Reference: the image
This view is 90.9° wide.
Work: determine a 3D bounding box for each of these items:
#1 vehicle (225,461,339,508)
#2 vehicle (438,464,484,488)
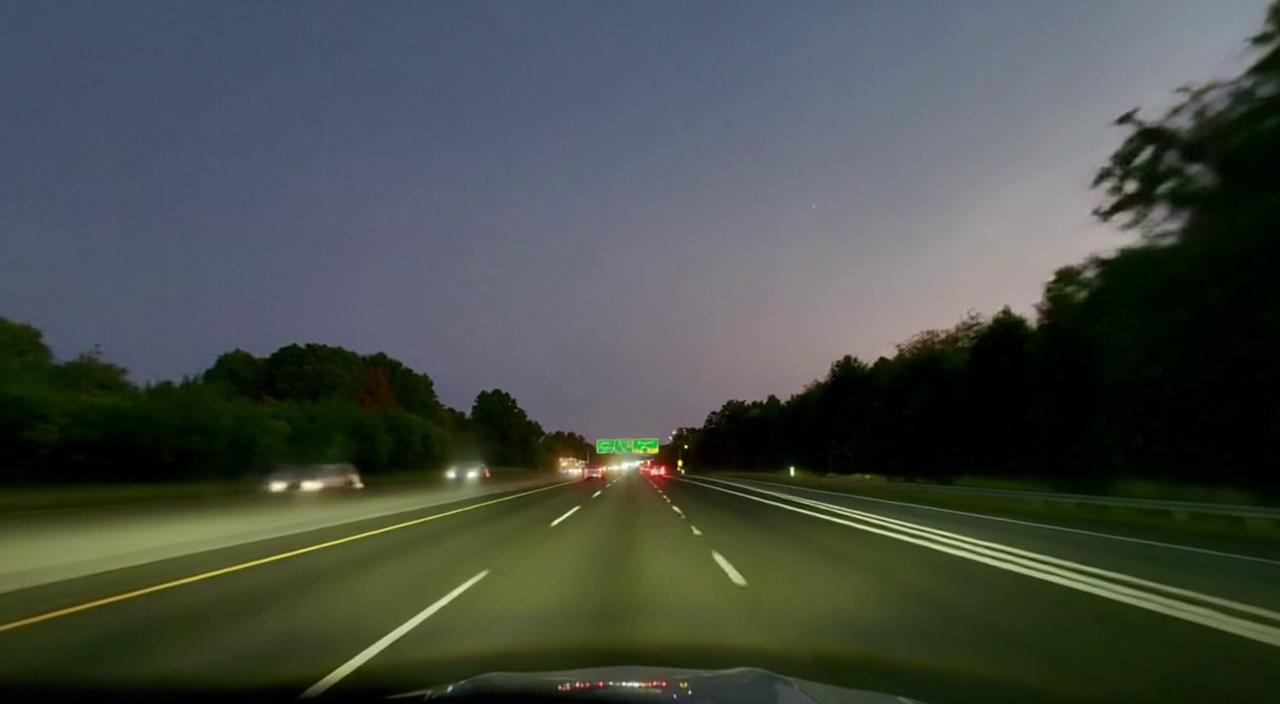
[{"bbox_3d":[-12.704,4.735,22.676,1.879,1.481,3.672,1,-11,0],"label":"vehicle"},{"bbox_3d":[-12.268,8.520,43.426,1.864,1.517,4.275,1,-11,1],"label":"vehicle"}]
